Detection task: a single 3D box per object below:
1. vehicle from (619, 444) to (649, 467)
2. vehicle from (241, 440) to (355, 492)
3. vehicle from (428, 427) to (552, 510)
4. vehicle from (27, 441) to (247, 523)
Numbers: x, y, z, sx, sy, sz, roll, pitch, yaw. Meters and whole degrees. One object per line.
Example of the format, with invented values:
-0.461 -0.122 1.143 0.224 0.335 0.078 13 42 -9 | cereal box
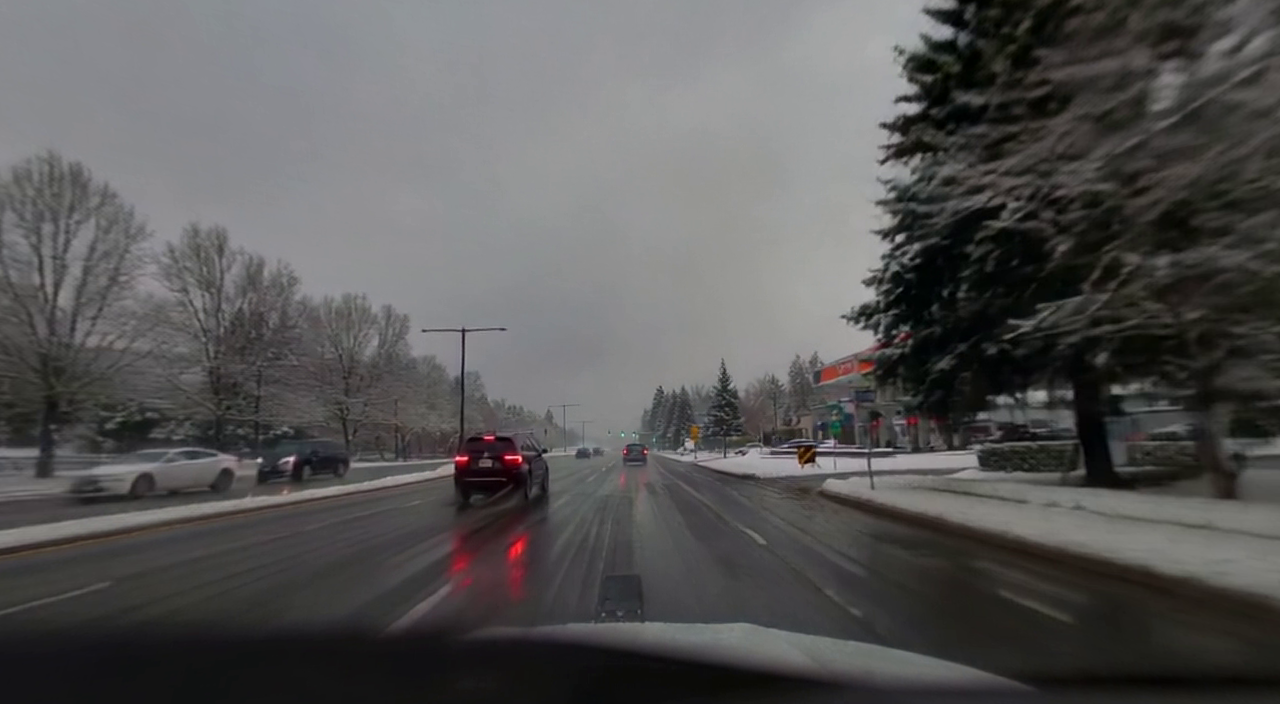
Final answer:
-0.421 7.793 47.736 2.190 1.662 4.167 0 -8 1 | vehicle
-11.807 3.935 22.172 1.893 1.622 4.161 1 -8 -4 | vehicle
-3.555 2.845 15.957 1.985 1.772 4.479 0 -8 0 | vehicle
-11.839 3.018 15.350 1.861 1.550 4.321 -4 -8 -1 | vehicle
